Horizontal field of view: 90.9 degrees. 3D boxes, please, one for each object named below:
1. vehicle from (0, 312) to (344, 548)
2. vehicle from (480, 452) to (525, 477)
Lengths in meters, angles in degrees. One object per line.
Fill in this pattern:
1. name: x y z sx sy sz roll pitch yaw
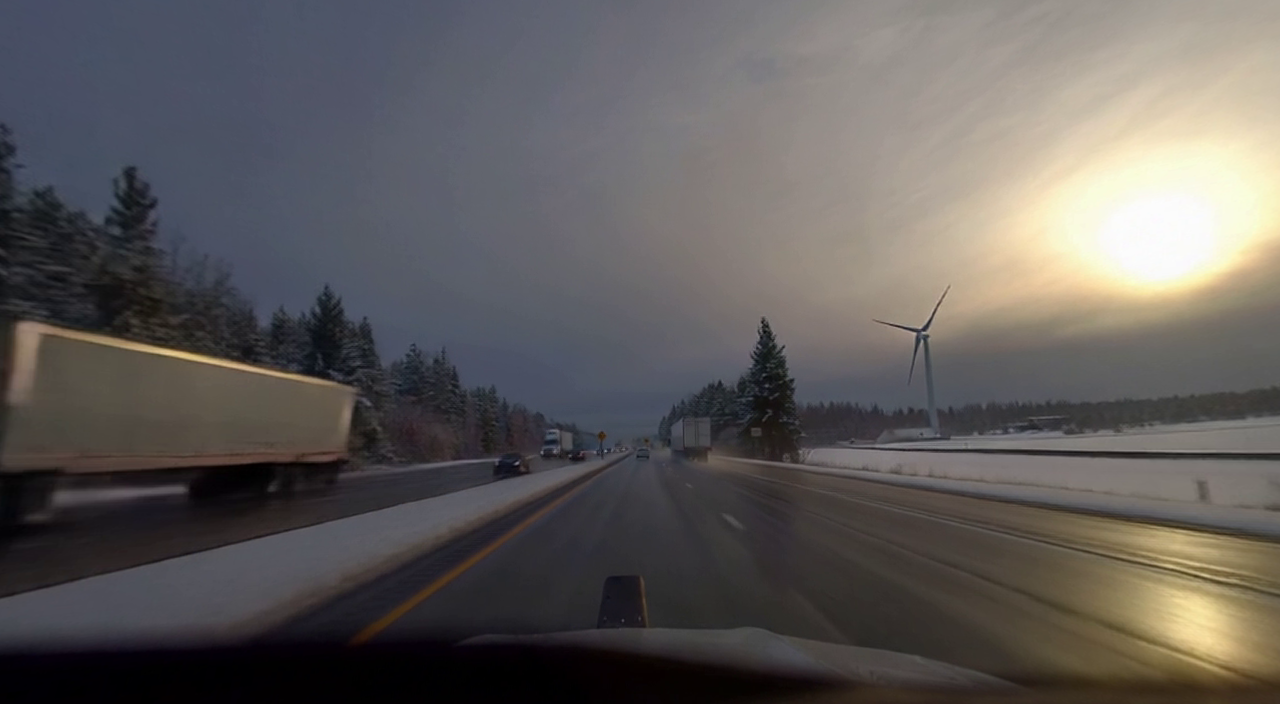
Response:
1. vehicle: -12.640 2.231 16.471 2.861 4.092 14.124 0 -9 0
2. vehicle: -8.675 7.098 40.063 1.978 1.498 3.712 0 -9 1
